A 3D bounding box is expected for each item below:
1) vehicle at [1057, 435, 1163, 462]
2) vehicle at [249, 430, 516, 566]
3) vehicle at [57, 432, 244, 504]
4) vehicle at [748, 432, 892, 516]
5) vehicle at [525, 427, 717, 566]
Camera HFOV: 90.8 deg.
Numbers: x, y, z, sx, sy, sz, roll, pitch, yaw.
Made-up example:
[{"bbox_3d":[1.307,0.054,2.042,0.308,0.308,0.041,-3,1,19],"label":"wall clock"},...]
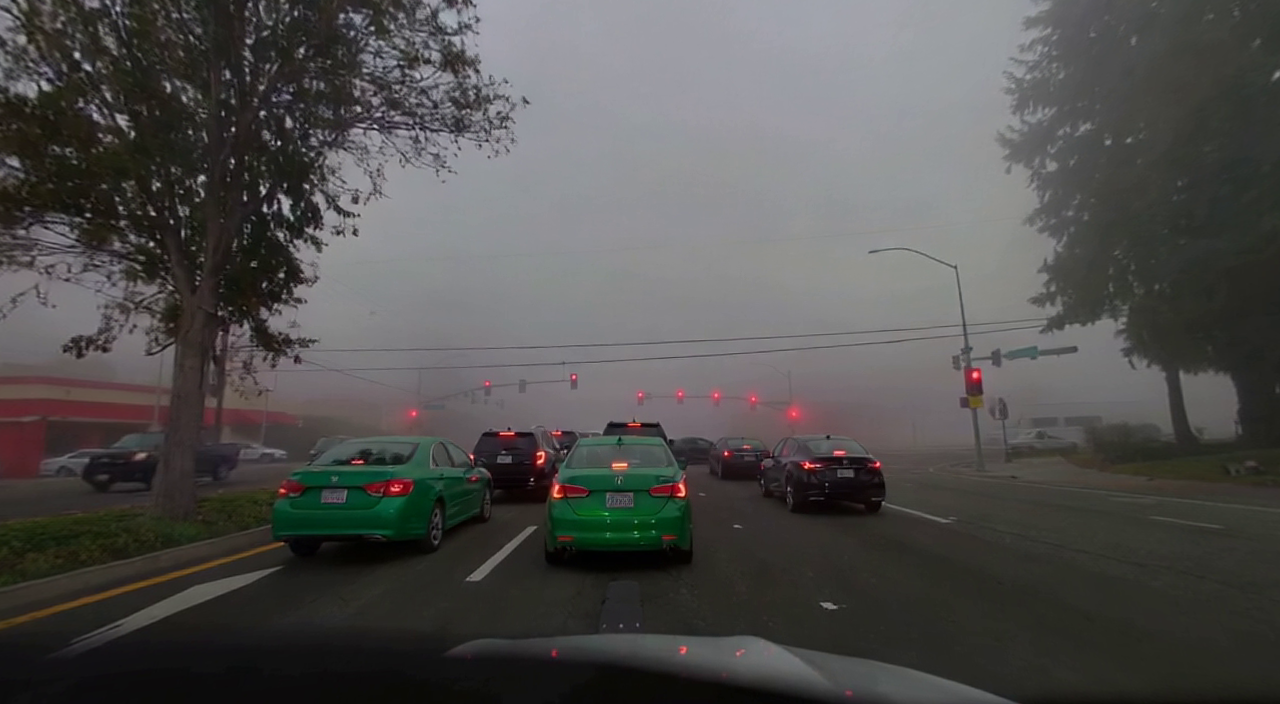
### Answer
[{"bbox_3d":[30.808,6.348,41.634,5.265,1.702,1.930,-5,-9,28],"label":"vehicle"},{"bbox_3d":[-3.201,1.883,8.948,1.917,1.441,4.128,-1,-8,2],"label":"vehicle"},{"bbox_3d":[-13.302,3.148,17.634,2.082,1.704,4.488,1,-8,-8],"label":"vehicle"},{"bbox_3d":[3.553,2.462,13.262,1.880,1.476,3.932,0,-8,1],"label":"vehicle"},{"bbox_3d":[-0.209,1.823,8.703,2.041,1.450,3.847,0,-8,0],"label":"vehicle"}]
